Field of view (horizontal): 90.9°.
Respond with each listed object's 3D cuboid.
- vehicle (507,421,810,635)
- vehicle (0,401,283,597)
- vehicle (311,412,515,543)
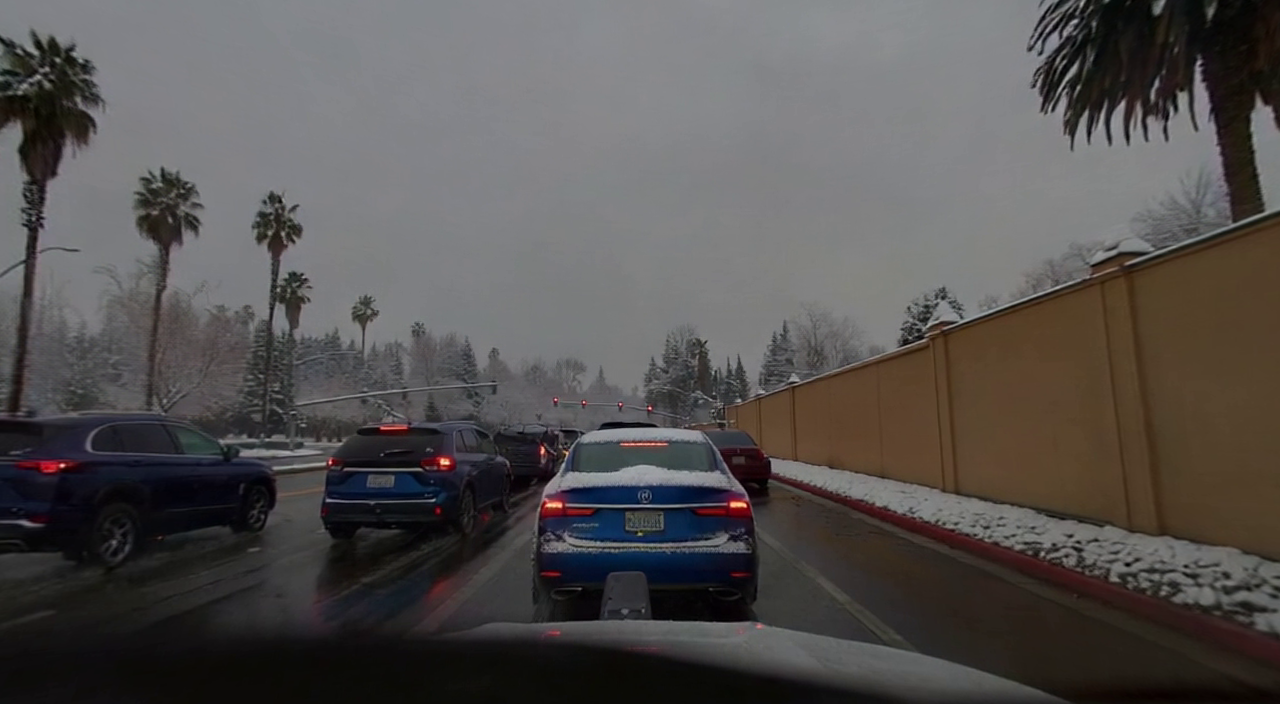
[{"bbox_3d":[0.062,1.554,6.633,2.128,1.473,4.272,0,-8,-2],"label":"vehicle"},{"bbox_3d":[-6.680,1.627,7.817,1.963,1.721,4.467,0,-8,-2],"label":"vehicle"},{"bbox_3d":[-3.481,2.003,10.672,2.007,1.746,4.136,0,-8,-2],"label":"vehicle"}]
